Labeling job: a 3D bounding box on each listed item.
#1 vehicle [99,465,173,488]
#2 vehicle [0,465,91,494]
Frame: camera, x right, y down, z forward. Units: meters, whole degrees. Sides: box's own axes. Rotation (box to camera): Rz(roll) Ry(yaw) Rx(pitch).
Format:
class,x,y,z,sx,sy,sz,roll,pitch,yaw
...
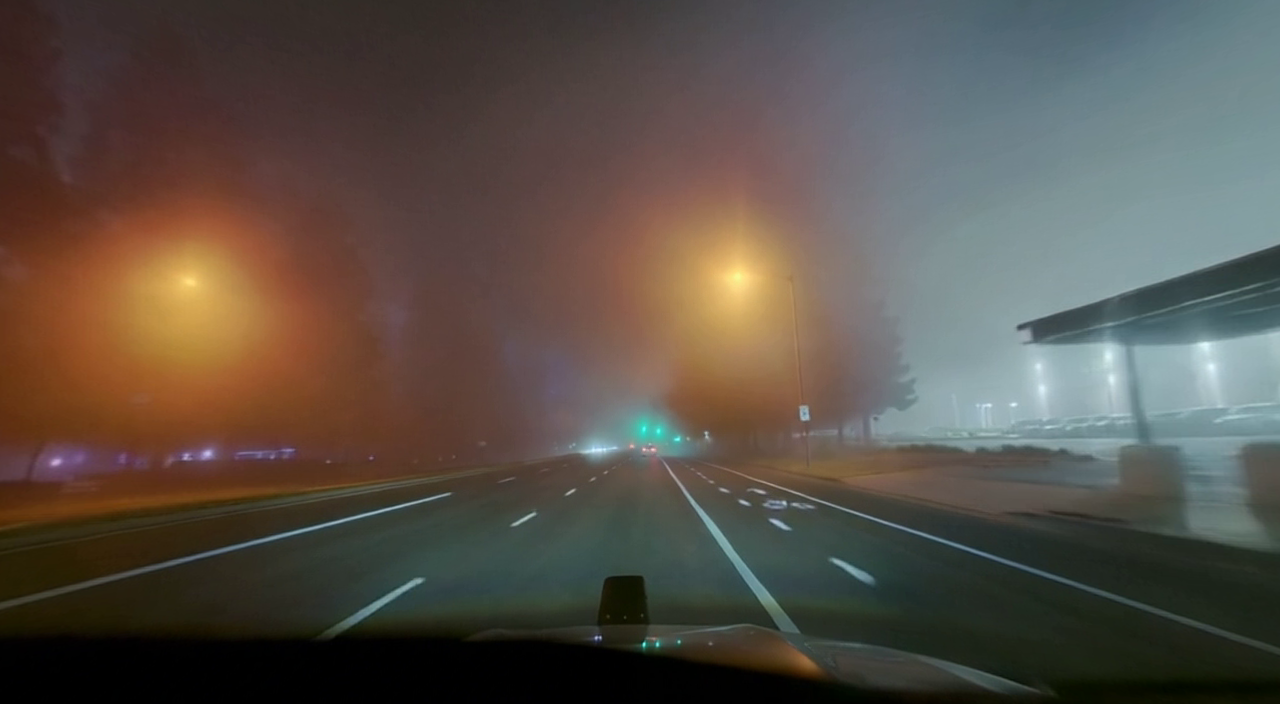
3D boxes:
class,x,y,z,sx,sy,sz,roll,pitch,yaw
vehicle,-37.456,9.256,47.005,1.815,1.467,4.436,0,-8,0
vehicle,-37.539,8.021,39.859,1.819,1.589,4.040,0,-8,1
